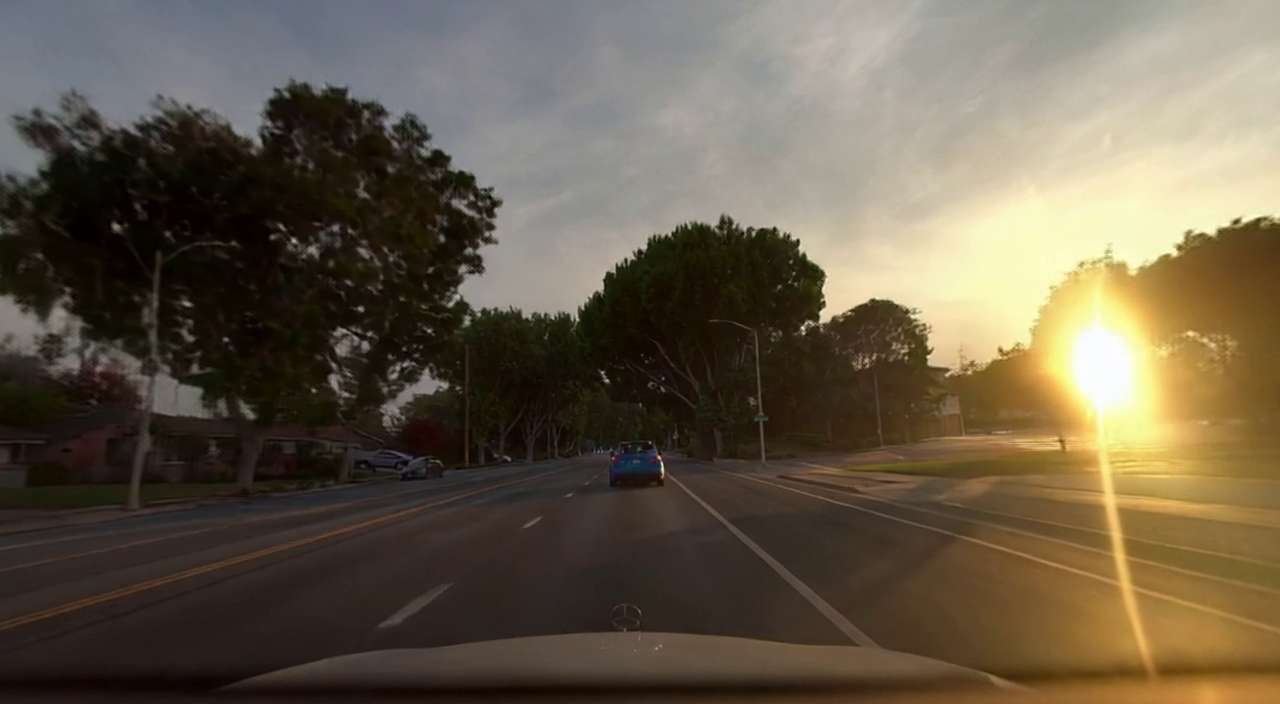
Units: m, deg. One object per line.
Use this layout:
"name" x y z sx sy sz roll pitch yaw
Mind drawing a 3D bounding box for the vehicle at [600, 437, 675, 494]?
"vehicle" -0.113 3.625 20.523 2.181 1.639 4.127 0 -9 -1

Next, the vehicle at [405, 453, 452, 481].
"vehicle" -13.989 7.581 42.009 1.900 1.596 4.142 -3 -8 -3
